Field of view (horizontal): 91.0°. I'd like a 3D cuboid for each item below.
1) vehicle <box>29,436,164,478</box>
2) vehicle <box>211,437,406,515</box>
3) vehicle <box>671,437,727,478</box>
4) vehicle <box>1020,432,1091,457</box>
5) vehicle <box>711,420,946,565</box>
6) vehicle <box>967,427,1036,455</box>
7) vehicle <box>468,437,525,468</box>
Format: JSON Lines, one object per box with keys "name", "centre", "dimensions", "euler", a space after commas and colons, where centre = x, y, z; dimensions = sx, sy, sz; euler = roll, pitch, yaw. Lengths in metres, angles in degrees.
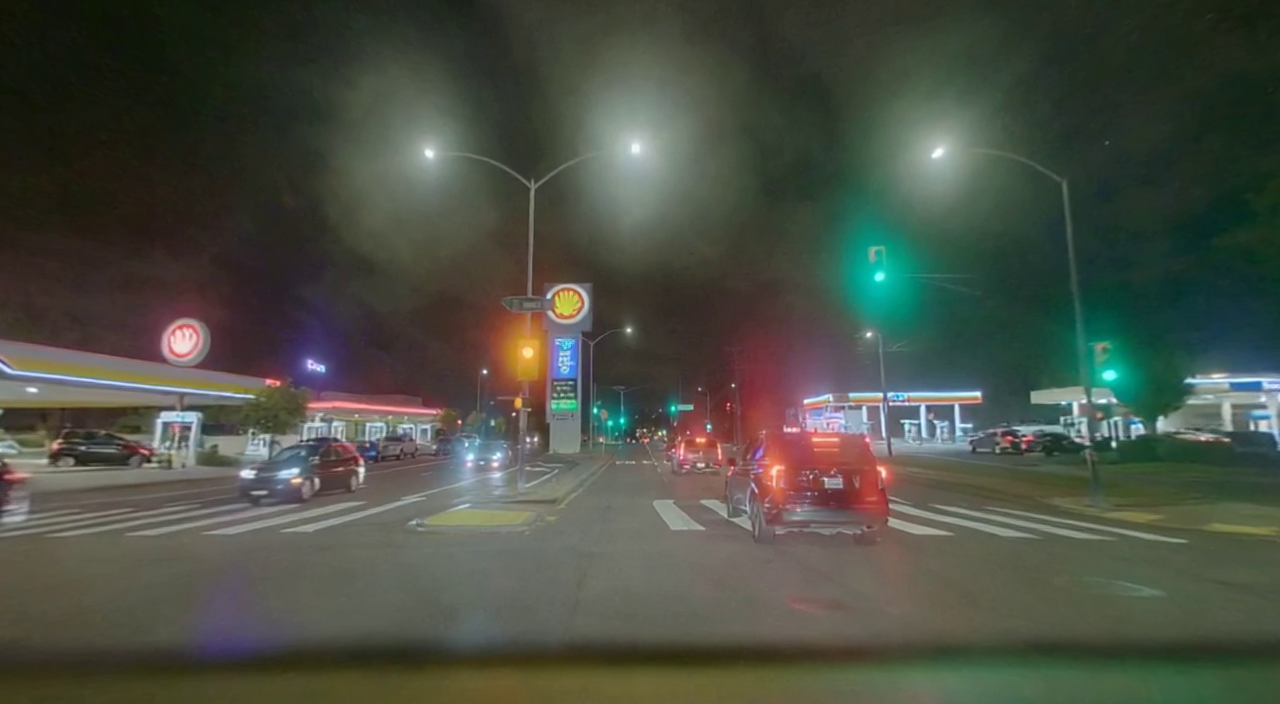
{"name": "vehicle", "centre": [-24.354, 4.696, 28.345], "dimensions": [4.174, 1.796, 1.933], "euler": [0, -8, -1]}
{"name": "vehicle", "centre": [-7.812, 2.937, 15.585], "dimensions": [2.057, 1.594, 4.983], "euler": [0, -8, 1]}
{"name": "vehicle", "centre": [2.501, 4.625, 27.839], "dimensions": [1.999, 1.679, 4.217], "euler": [0, -8, -1]}
{"name": "vehicle", "centre": [28.177, 6.287, 42.841], "dimensions": [2.131, 1.561, 3.901], "euler": [0, -8, 0]}
{"name": "vehicle", "centre": [2.535, 2.044, 10.026], "dimensions": [2.183, 1.720, 4.842], "euler": [0, -8, -1]}
{"name": "vehicle", "centre": [24.652, 6.111, 43.118], "dimensions": [2.066, 1.817, 4.675], "euler": [0, -8, 2]}
{"name": "vehicle", "centre": [-7.704, 5.460, 34.279], "dimensions": [2.014, 1.566, 4.437], "euler": [0, -8, 1]}
